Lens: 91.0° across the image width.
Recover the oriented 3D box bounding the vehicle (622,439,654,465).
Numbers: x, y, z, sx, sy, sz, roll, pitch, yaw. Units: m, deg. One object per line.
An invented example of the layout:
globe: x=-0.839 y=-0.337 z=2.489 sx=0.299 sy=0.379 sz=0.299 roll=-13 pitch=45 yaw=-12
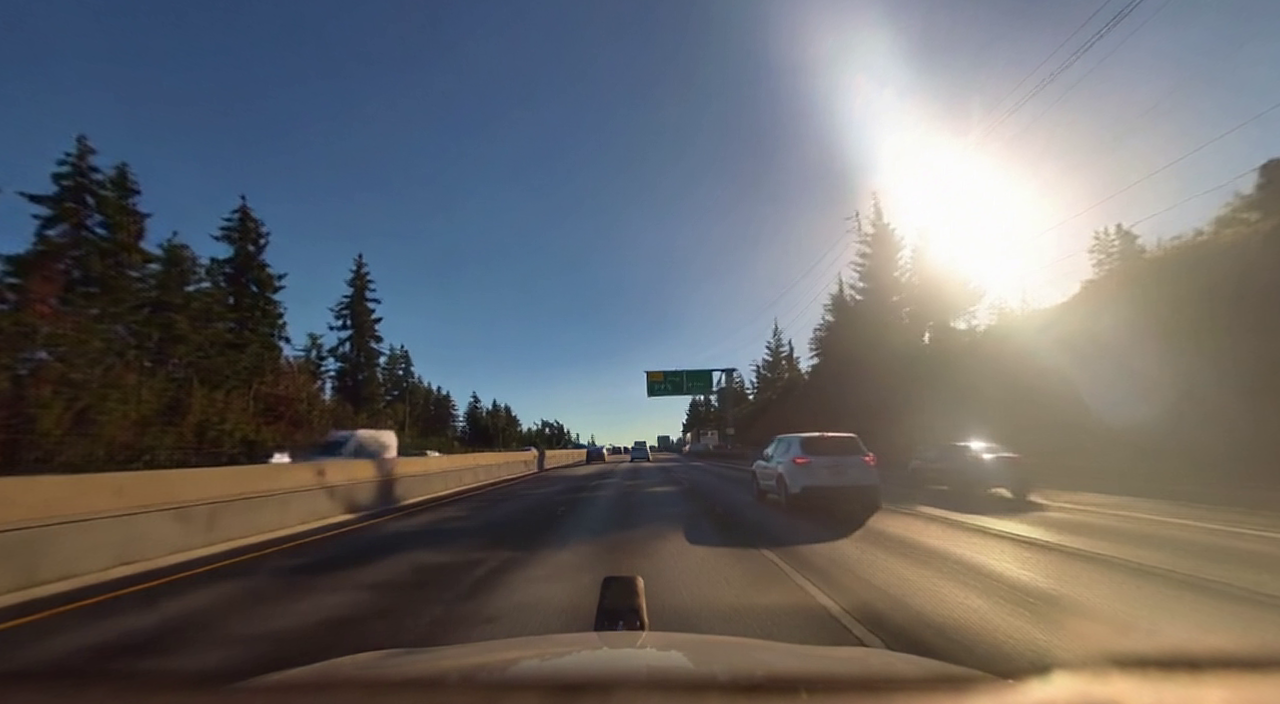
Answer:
vehicle: x=-0.156 y=7.504 z=47.264 sx=2.314 sy=1.796 sz=4.254 roll=0 pitch=-8 yaw=-1

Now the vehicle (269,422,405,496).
vehicle: x=-11.630 y=4.154 z=24.846 sx=2.385 sy=2.547 sz=5.968 roll=0 pitch=-8 yaw=0

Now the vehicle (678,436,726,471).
vehicle: x=3.514 y=5.834 z=36.421 sx=2.095 sy=1.886 sz=4.727 roll=0 pitch=-8 yaw=-2

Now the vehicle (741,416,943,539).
vehicle: x=3.280 y=2.142 z=11.381 sx=2.111 sy=1.755 sz=4.459 roll=0 pitch=-8 yaw=-1

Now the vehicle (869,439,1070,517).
vehicle: x=6.951 y=2.679 z=13.973 sx=1.992 sy=1.431 sz=4.506 roll=0 pitch=-8 yaw=0

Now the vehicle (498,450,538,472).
vehicle: x=-8.632 y=7.715 z=44.853 sx=1.951 sy=1.443 sz=4.201 roll=0 pitch=-8 yaw=2

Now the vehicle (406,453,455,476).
vehicle: x=-14.912 y=7.993 z=45.092 sx=1.887 sy=1.489 sz=4.698 roll=0 pitch=-9 yaw=0

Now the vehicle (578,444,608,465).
vehicle: x=-3.687 y=8.069 z=49.776 sx=2.051 sy=1.510 sz=4.373 roll=0 pitch=-8 yaw=0
